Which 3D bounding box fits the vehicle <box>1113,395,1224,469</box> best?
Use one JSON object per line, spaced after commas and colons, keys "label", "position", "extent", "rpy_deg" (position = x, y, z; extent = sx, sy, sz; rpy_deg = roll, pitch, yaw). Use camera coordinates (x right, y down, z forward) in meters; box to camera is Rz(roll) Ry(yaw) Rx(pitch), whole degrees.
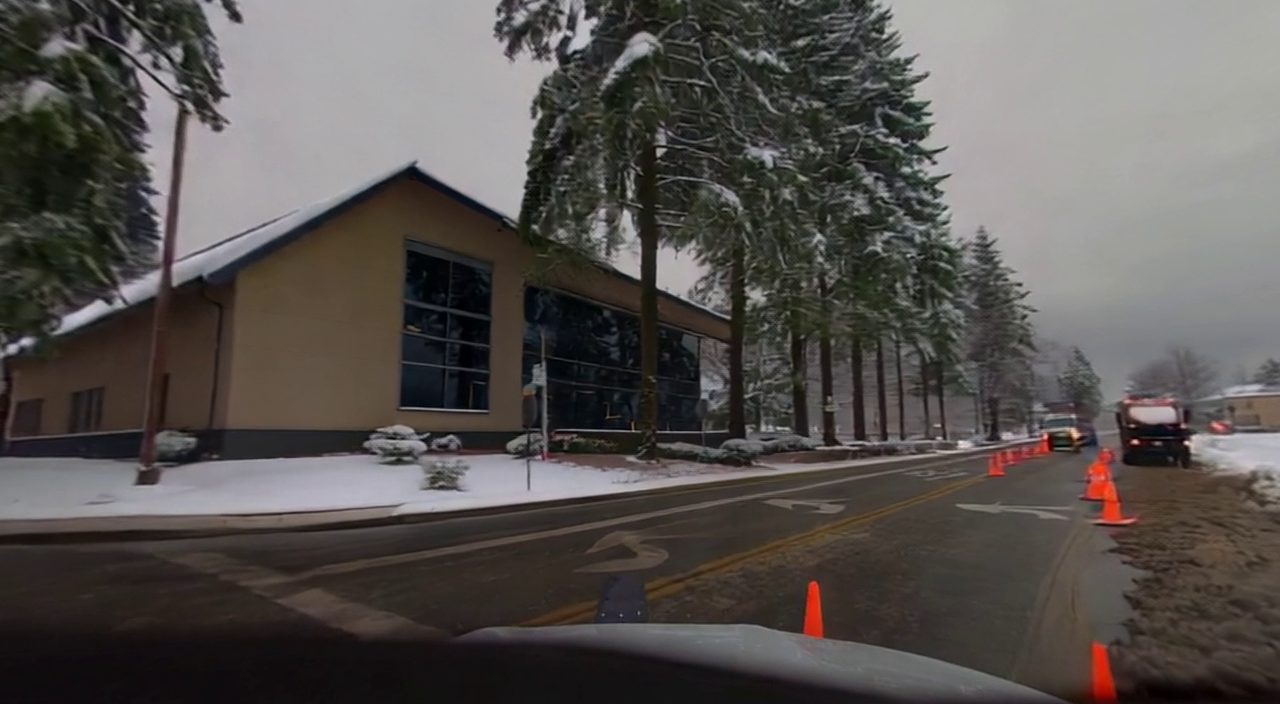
{"label": "vehicle", "position": [20.831, 3.253, 25.273], "extent": [2.784, 2.533, 6.764], "rpy_deg": [-5, -10, 35]}
